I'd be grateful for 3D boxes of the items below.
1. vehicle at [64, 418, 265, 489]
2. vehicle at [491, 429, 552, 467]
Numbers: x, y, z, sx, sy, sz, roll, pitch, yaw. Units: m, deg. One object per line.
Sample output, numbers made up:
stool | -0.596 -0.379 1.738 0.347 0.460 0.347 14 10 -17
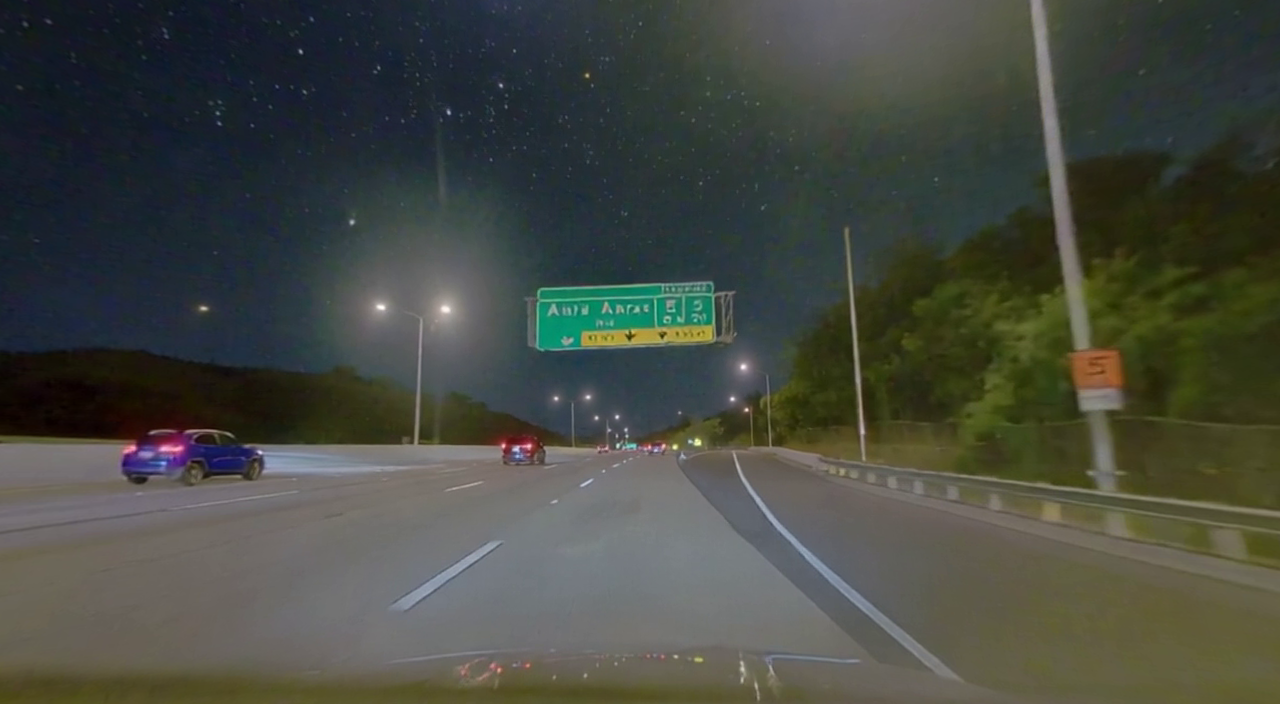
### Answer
vehicle | -13.766 2.998 18.773 2.079 1.822 4.893 0 -9 1
vehicle | -6.369 5.266 34.554 2.219 1.947 4.924 0 -9 2
